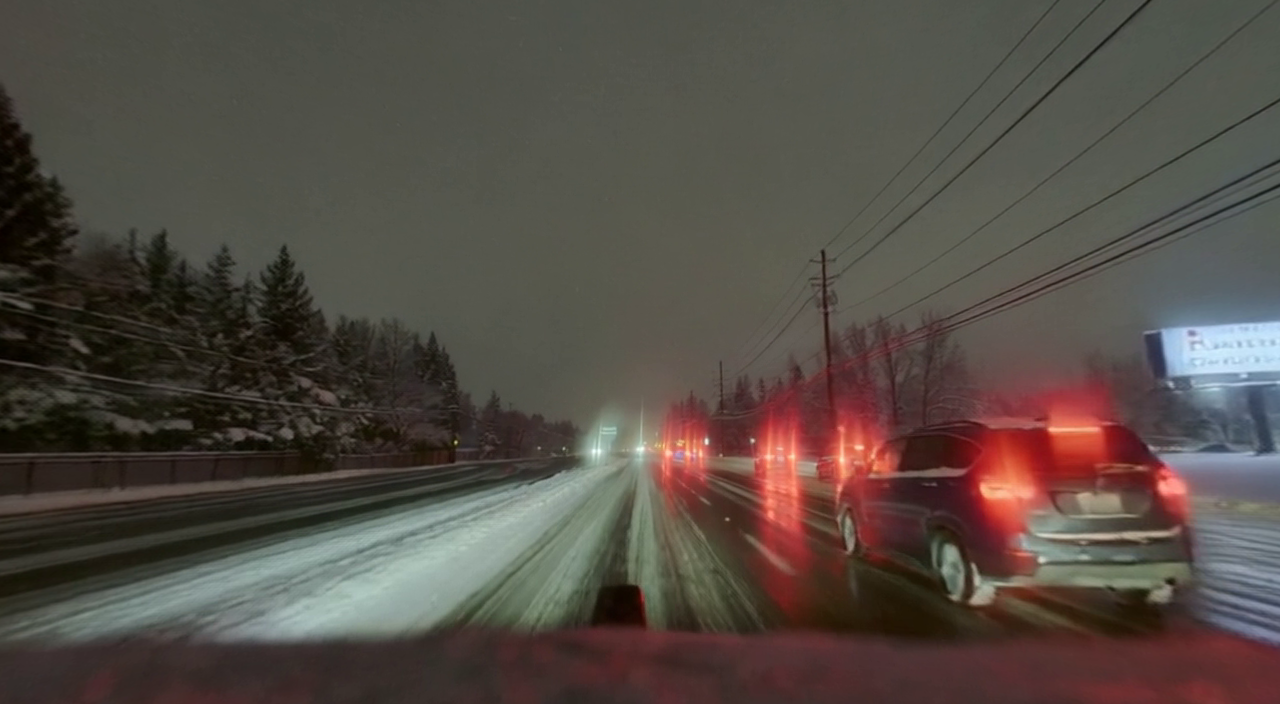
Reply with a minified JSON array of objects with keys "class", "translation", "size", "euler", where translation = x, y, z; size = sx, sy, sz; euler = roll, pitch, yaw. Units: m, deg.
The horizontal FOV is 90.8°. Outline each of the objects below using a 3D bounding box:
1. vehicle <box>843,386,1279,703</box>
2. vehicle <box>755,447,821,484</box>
[{"class":"vehicle","translation":[3.341,1.295,5.016],"size":[2.078,1.668,4.078],"euler":[0,-9,0]},{"class":"vehicle","translation":[6.462,4.984,28.145],"size":[1.882,1.476,4.344],"euler":[0,-8,0]}]
